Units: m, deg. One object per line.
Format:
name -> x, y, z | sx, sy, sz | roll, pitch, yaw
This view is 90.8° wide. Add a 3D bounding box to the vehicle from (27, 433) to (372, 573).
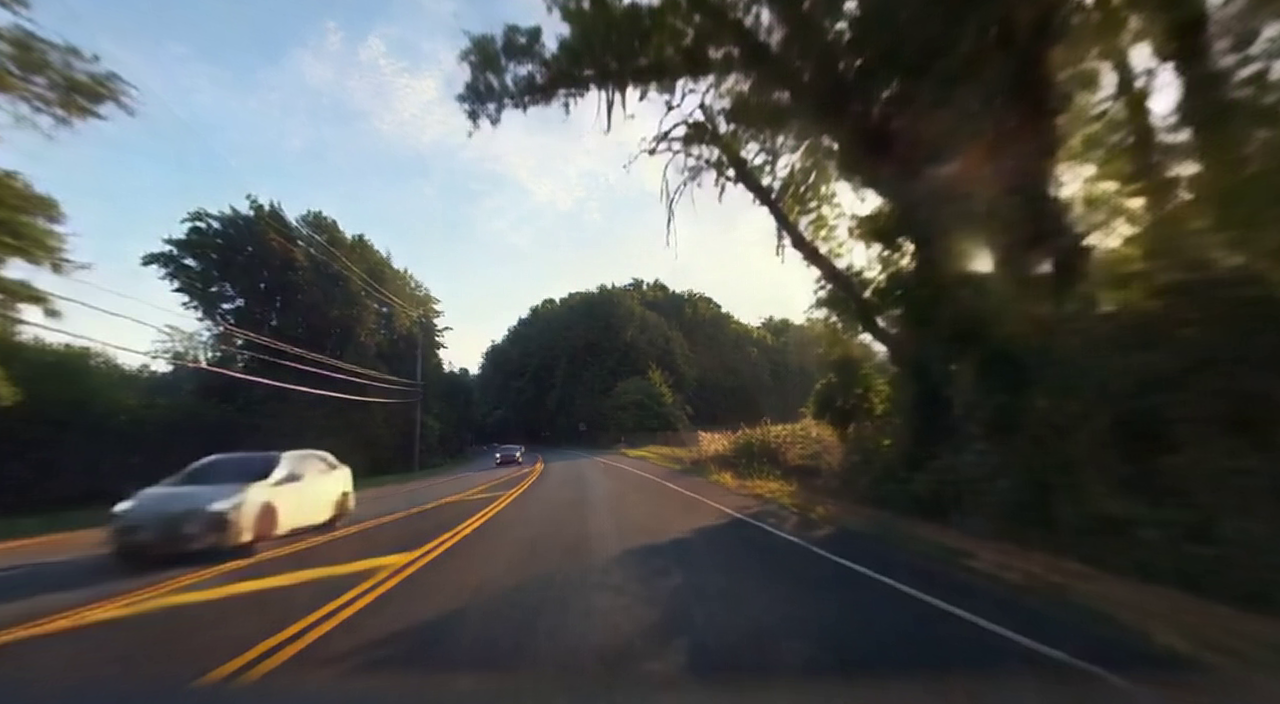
vehicle -> -7.422, 2.558, 11.816 | 2.397, 1.932, 5.703 | 0, -8, -1
